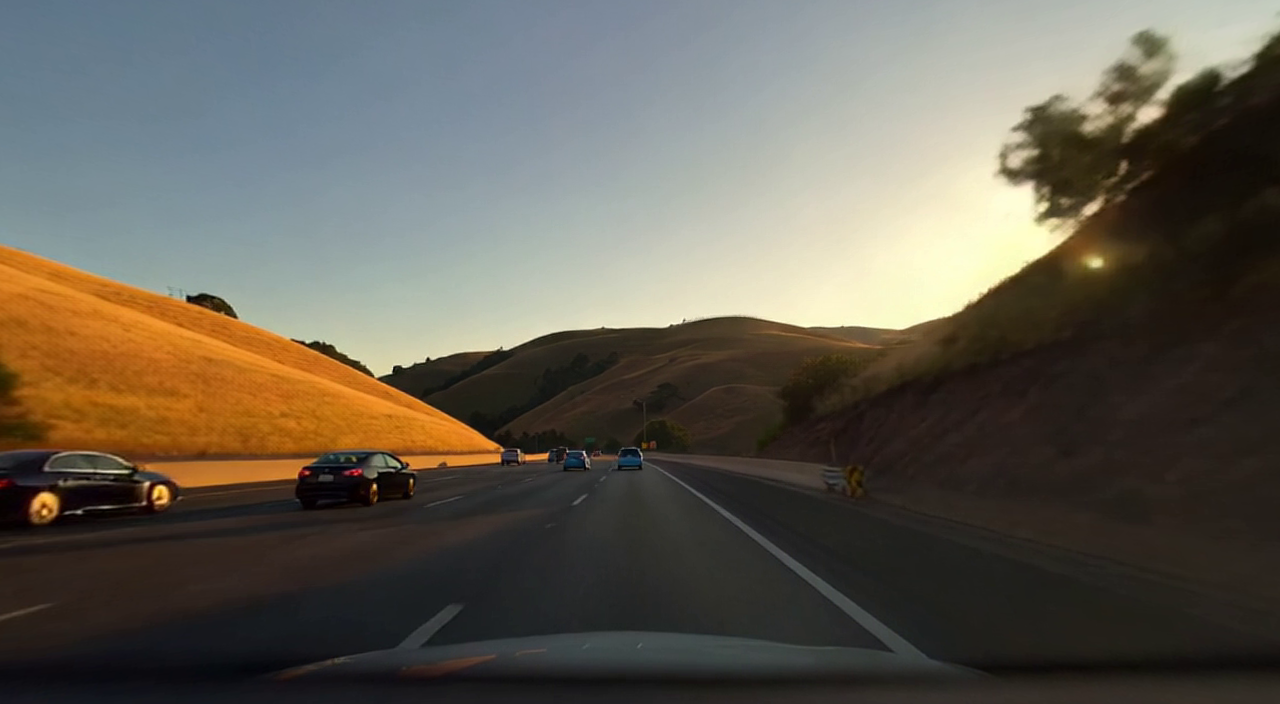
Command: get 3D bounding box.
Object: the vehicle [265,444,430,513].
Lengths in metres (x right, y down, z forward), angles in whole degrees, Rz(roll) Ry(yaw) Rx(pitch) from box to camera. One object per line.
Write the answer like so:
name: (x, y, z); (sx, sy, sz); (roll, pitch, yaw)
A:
vehicle: (-7.027, 3.040, 15.741); (1.991, 1.441, 4.265); (0, -8, 1)

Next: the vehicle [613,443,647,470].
vehicle: (-0.726, 6.995, 42.581); (2.225, 1.674, 4.044); (0, -8, -2)

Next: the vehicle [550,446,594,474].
vehicle: (-3.921, 6.319, 37.166); (2.144, 1.505, 4.649); (0, -8, -1)

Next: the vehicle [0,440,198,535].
vehicle: (-11.202, 2.435, 11.948); (2.048, 1.501, 4.898); (0, -8, 1)
